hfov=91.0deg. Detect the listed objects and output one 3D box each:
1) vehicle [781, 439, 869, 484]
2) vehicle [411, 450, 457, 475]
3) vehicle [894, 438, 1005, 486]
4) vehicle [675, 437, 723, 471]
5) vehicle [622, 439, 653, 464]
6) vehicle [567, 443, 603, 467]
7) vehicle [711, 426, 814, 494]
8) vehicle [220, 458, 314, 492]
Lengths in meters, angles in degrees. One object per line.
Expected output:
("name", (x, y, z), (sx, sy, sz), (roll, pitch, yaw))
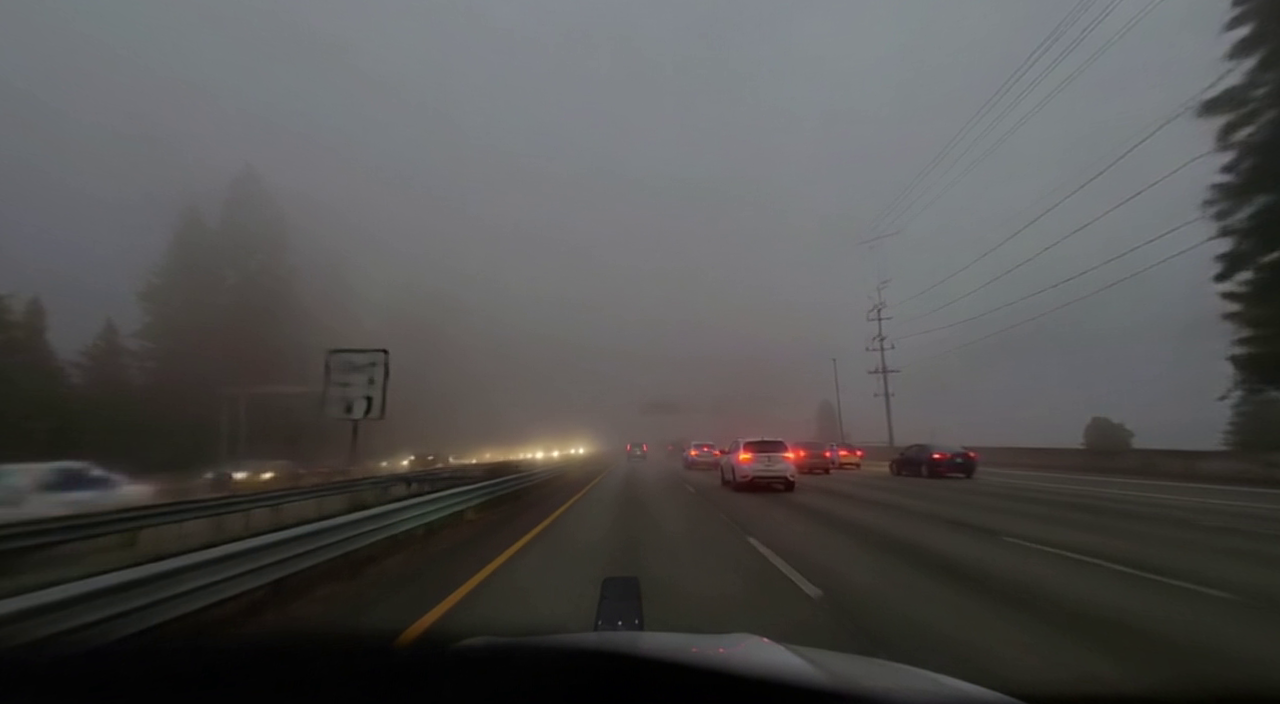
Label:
("vehicle", (6.857, 4.097, 23.894), (1.909, 1.507, 4.471), (0, -8, -1))
("vehicle", (-15.119, 8.118, 46.432), (1.898, 1.685, 4.371), (0, -8, 1))
("vehicle", (10.520, 3.738, 21.740), (1.850, 1.492, 3.767), (0, -8, -1))
("vehicle", (3.248, 5.710, 35.461), (2.111, 1.755, 4.459), (0, -8, -2))
("vehicle", (-0.213, 7.641, 48.459), (2.314, 1.796, 4.254), (0, -8, -1))
("vehicle", (-3.667, 6.937, 42.544), (2.051, 1.510, 4.373), (0, -8, 0))
("vehicle", (3.601, 3.287, 19.487), (2.138, 1.826, 4.783), (0, -8, -1))
("vehicle", (-18.998, 6.267, 32.341), (1.941, 1.477, 4.644), (0, -8, 1))
